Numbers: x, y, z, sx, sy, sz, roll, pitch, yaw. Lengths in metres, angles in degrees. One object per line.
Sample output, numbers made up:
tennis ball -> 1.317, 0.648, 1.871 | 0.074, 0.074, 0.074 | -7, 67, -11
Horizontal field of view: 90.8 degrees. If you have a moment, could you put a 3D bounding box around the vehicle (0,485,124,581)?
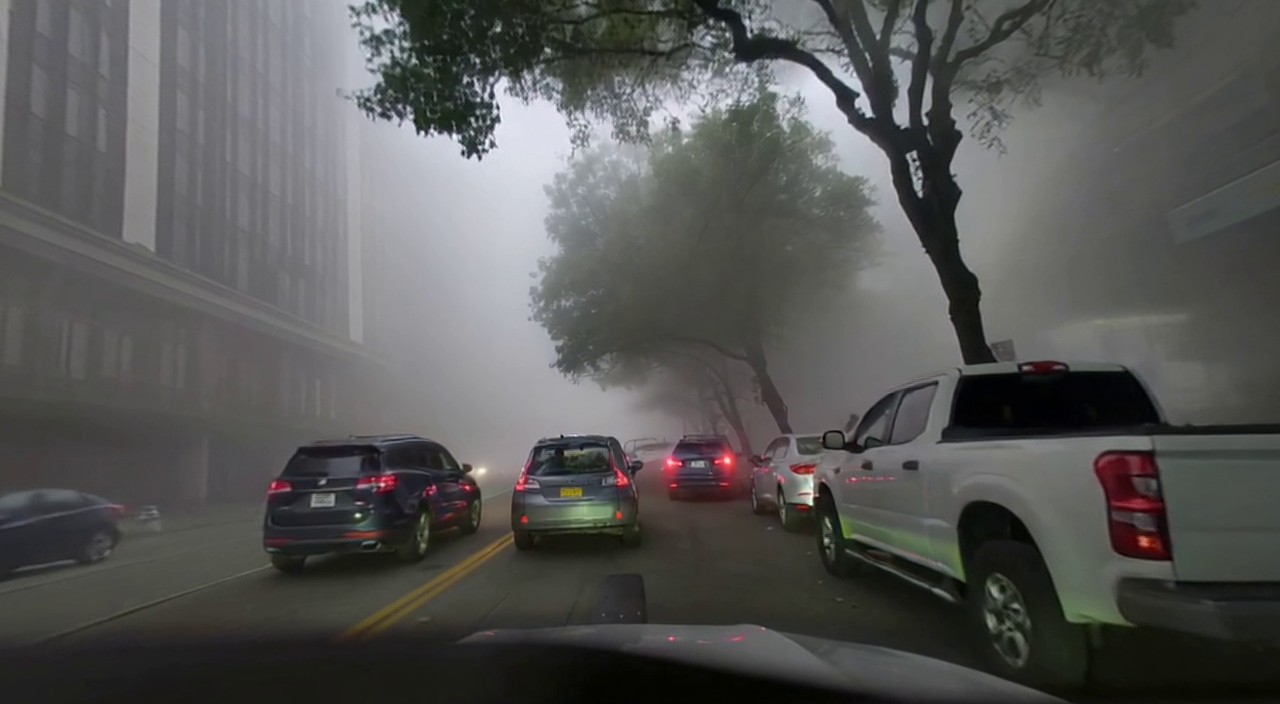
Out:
vehicle -> -12.400, 3.358, 11.592 | 2.071, 1.505, 4.479 | 0, -9, 0

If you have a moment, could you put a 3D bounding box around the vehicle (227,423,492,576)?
vehicle -> -3.937, 2.131, 10.007 | 2.000, 1.818, 4.668 | 0, -9, 1

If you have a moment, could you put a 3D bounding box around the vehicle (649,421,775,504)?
vehicle -> 2.189, 3.034, 17.720 | 2.352, 1.953, 4.798 | -3, -9, 21

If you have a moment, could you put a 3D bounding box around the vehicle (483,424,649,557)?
vehicle -> -0.914, 2.065, 10.066 | 2.076, 1.667, 3.948 | 0, -8, 1

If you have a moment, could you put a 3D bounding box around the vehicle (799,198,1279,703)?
vehicle -> 2.988, 0.908, 4.535 | 2.225, 2.070, 5.264 | 0, -9, -1
